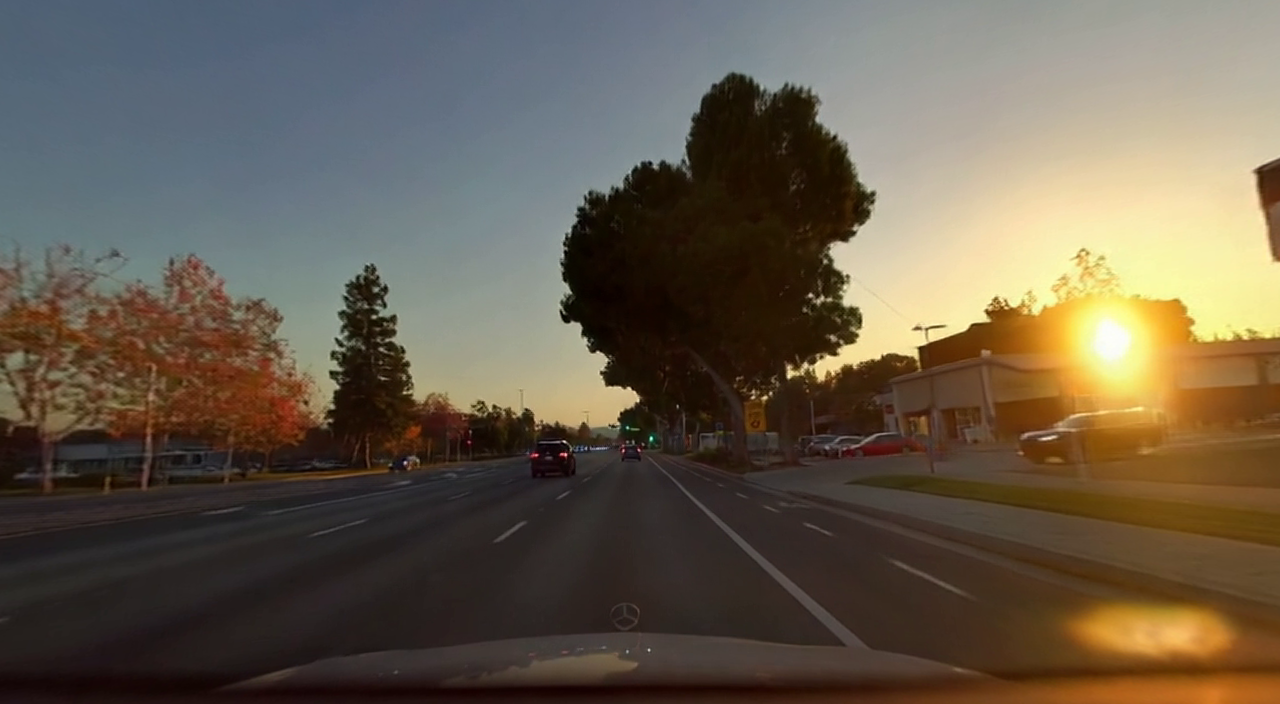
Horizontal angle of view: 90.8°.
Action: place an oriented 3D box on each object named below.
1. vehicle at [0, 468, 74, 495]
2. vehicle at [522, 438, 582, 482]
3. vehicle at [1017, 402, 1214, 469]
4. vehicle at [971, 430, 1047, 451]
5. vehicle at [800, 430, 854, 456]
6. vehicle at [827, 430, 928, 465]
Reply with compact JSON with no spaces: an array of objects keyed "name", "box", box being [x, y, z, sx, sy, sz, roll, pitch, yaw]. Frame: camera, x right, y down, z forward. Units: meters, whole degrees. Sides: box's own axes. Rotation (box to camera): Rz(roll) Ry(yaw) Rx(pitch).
[{"name":"vehicle","box":[-44.385,9.372,46.054,1.947,1.712,4.853,0,-9,-3]},{"name":"vehicle","box":[-3.786,4.743,27.969,1.985,1.772,4.479,-1,-9,0]},{"name":"vehicle","box":[14.336,2.645,19.585,2.041,1.793,5.054,0,-9,-2]},{"name":"vehicle","box":[27.334,6.577,46.904,4.457,1.449,1.833,-2,-8,5]},{"name":"vehicle","box":[14.103,6.818,47.641,3.562,1.693,1.876,2,-5,-27]},{"name":"vehicle","box":[12.903,5.212,34.556,4.612,1.491,2.061,-5,-8,1]}]
